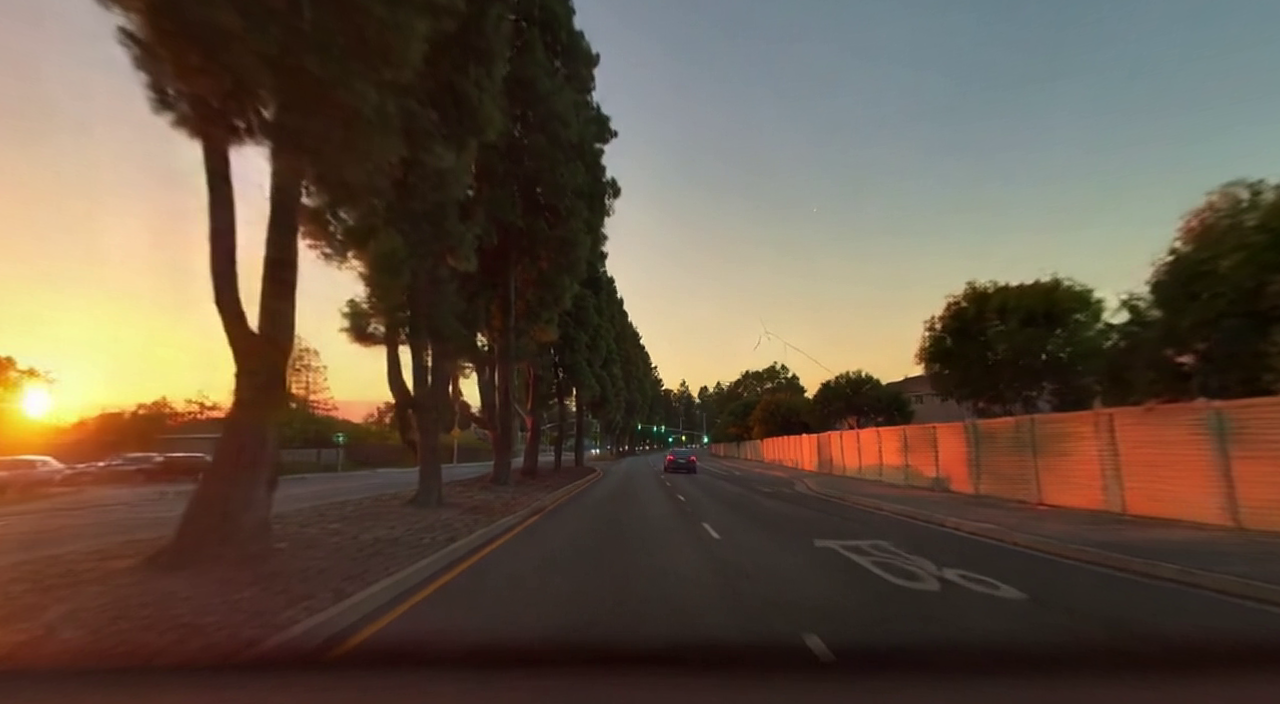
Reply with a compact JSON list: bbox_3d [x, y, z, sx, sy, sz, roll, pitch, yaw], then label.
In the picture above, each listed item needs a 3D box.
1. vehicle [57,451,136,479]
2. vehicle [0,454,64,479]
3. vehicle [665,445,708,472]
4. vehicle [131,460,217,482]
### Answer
[{"bbox_3d":[-42.738,8.861,49.630,2.040,1.792,4.780,-4,-8,-1],"label":"vehicle"},{"bbox_3d":[-47.945,8.858,49.057,1.903,1.810,4.111,-1,-9,6],"label":"vehicle"},{"bbox_3d":[2.633,6.176,36.720,2.105,1.490,4.008,0,-9,-1],"label":"vehicle"},{"bbox_3d":[-32.301,8.256,43.681,4.384,1.463,1.969,0,-9,0],"label":"vehicle"}]
